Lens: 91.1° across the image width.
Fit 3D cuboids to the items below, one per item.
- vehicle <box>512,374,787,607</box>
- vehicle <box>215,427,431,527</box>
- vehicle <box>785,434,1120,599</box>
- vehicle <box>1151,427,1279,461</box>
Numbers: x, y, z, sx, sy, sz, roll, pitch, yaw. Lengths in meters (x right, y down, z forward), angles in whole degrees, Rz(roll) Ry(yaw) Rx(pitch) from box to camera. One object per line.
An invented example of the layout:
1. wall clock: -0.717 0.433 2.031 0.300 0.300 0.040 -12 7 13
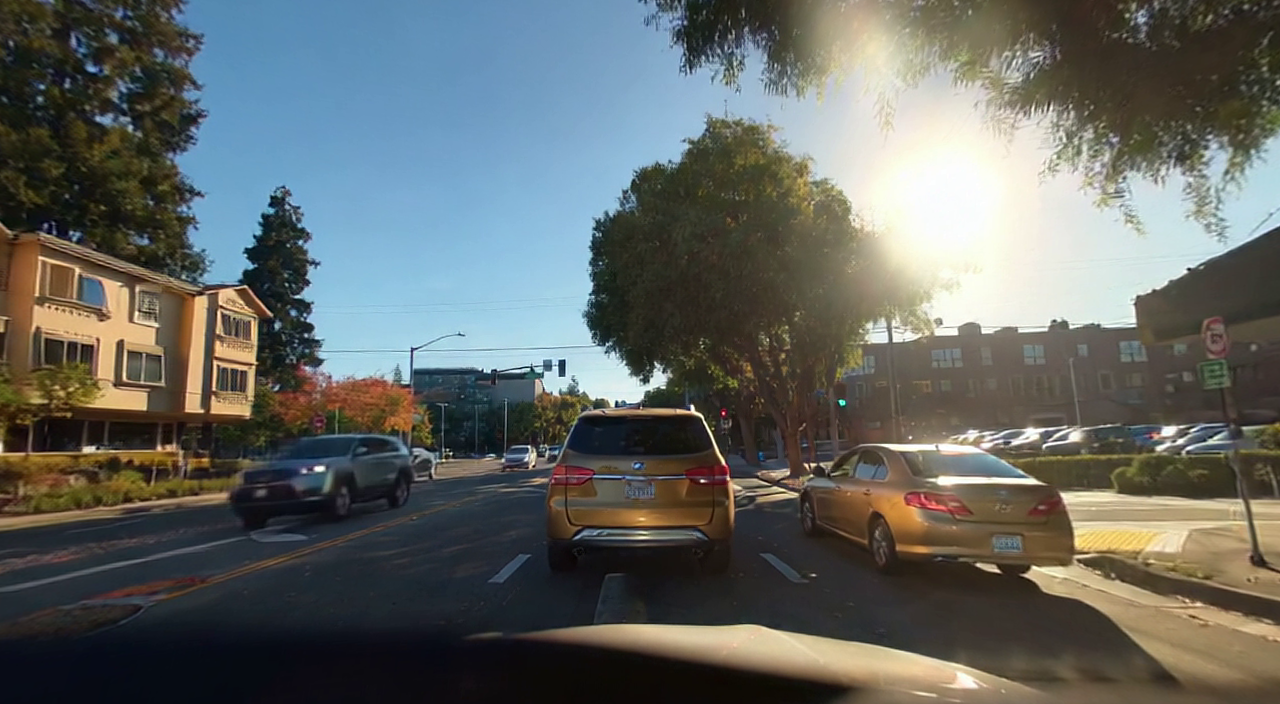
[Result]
1. vehicle: 0.036 1.469 7.456 2.296 1.947 4.168 0 -9 -1
2. vehicle: -6.380 2.562 13.479 2.153 1.728 4.753 0 -9 0
3. vehicle: 3.374 1.832 7.988 1.900 1.478 4.425 0 -9 -1
4. vehicle: 25.946 4.116 28.142 4.420 1.469 1.807 0 -8 1
